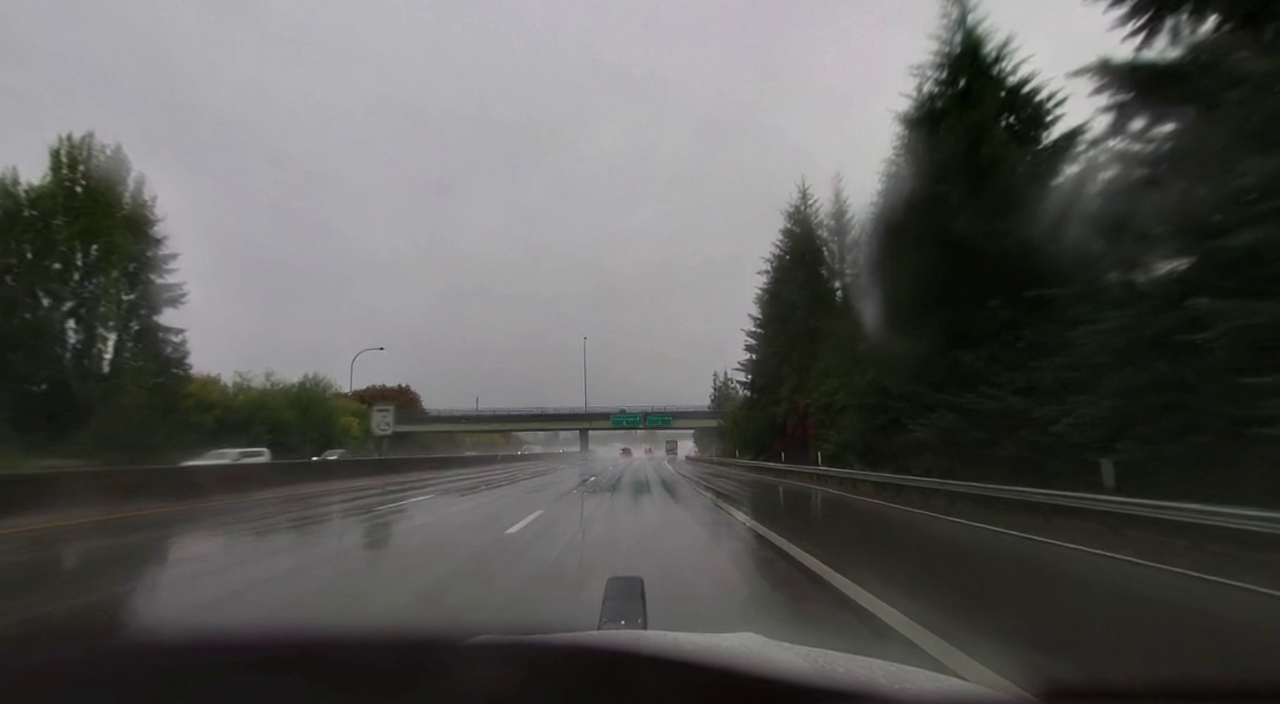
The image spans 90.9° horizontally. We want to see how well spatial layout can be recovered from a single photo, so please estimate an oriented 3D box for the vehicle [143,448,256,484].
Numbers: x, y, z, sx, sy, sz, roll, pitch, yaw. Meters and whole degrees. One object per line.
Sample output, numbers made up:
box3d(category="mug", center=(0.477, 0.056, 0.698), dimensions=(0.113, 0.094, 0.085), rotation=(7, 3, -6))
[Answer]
box3d(category="vehicle", center=(-20.201, 5.227, 29.207), dimensions=(1.902, 1.505, 4.575), rotation=(0, -9, 0))
